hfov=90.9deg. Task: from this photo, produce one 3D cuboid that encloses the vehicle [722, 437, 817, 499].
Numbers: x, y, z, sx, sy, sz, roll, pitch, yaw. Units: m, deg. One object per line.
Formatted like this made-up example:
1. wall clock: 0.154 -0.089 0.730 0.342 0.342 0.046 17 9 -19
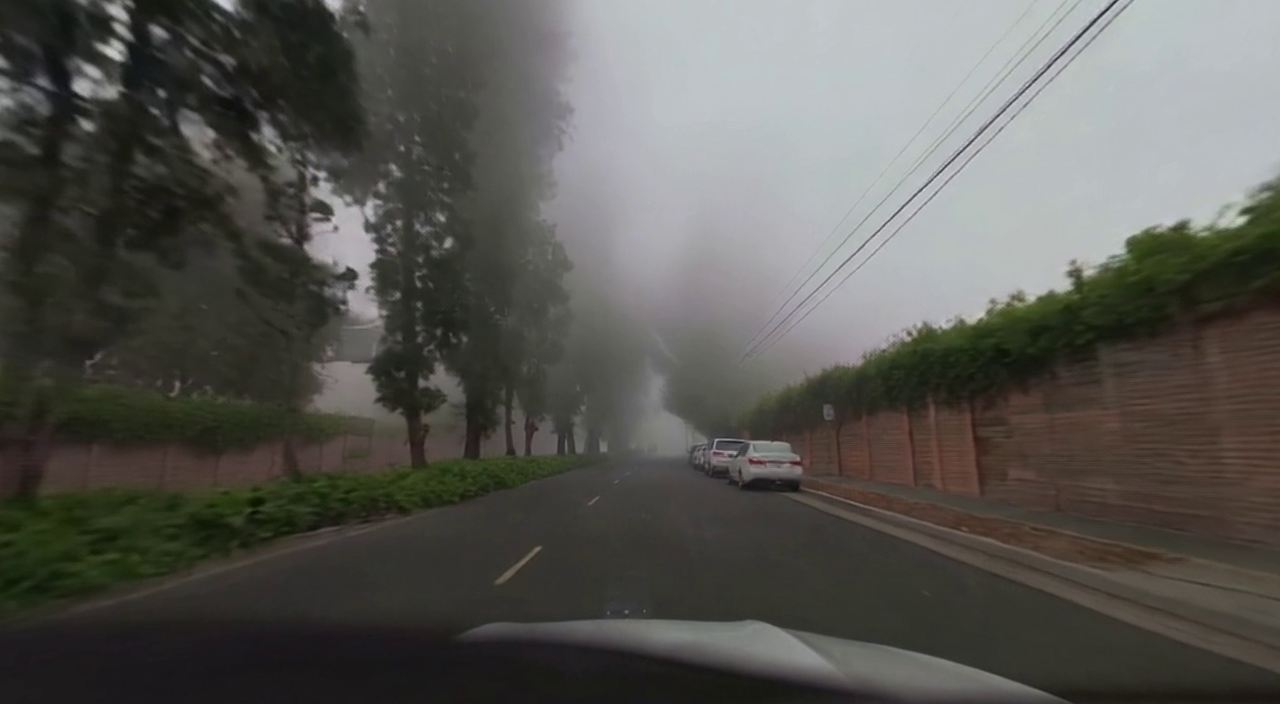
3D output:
1. vehicle: 3.918 3.553 20.011 2.048 1.596 5.543 2 -8 2
